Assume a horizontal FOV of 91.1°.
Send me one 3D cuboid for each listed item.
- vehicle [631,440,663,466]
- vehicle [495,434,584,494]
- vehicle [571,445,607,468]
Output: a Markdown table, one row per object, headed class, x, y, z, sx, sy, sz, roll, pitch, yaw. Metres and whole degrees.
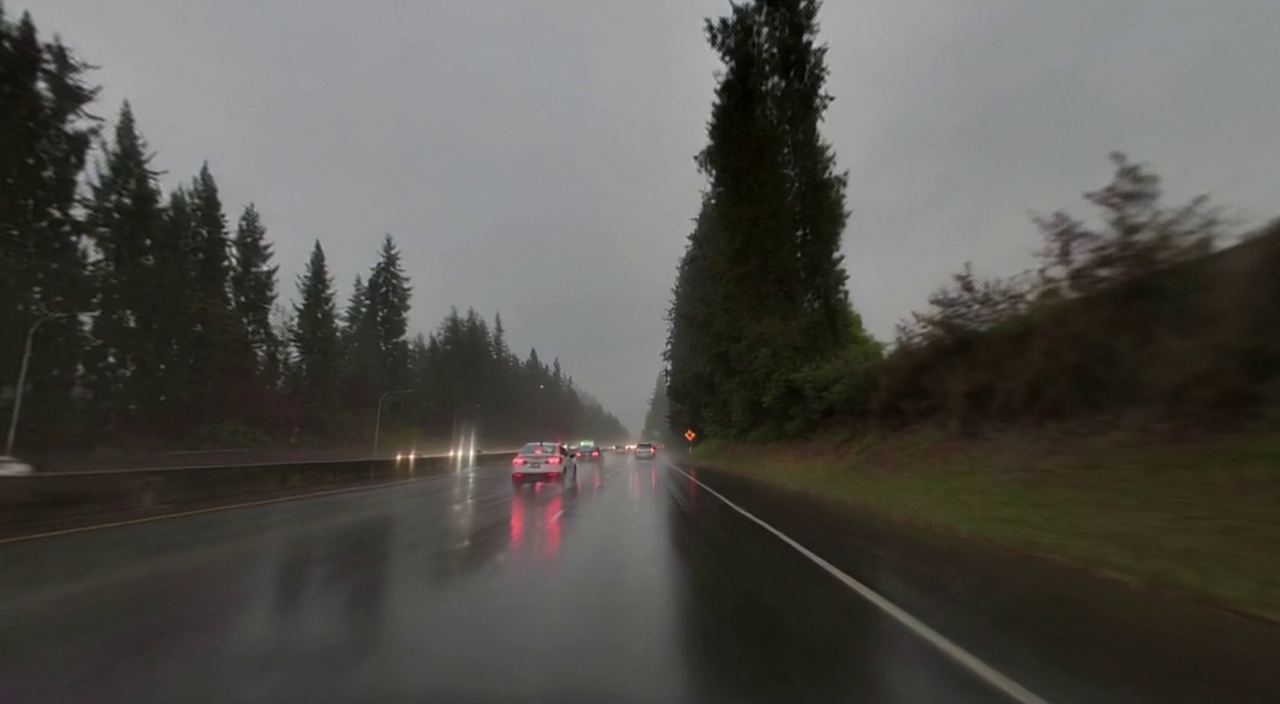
| class | x | y | z | sx | sy | sz | roll | pitch | yaw |
| --- | --- | --- | --- | --- | --- | --- | --- | --- | --- |
| vehicle | 0.513 | 7.470 | 46.674 | 2.285 | 1.797 | 4.478 | 0 | -9 | 0 |
| vehicle | -3.050 | 3.495 | 19.978 | 2.056 | 1.679 | 4.204 | 0 | -9 | 1 |
| vehicle | -3.394 | 7.100 | 42.799 | 2.055 | 1.431 | 3.921 | 0 | -9 | 1 |
